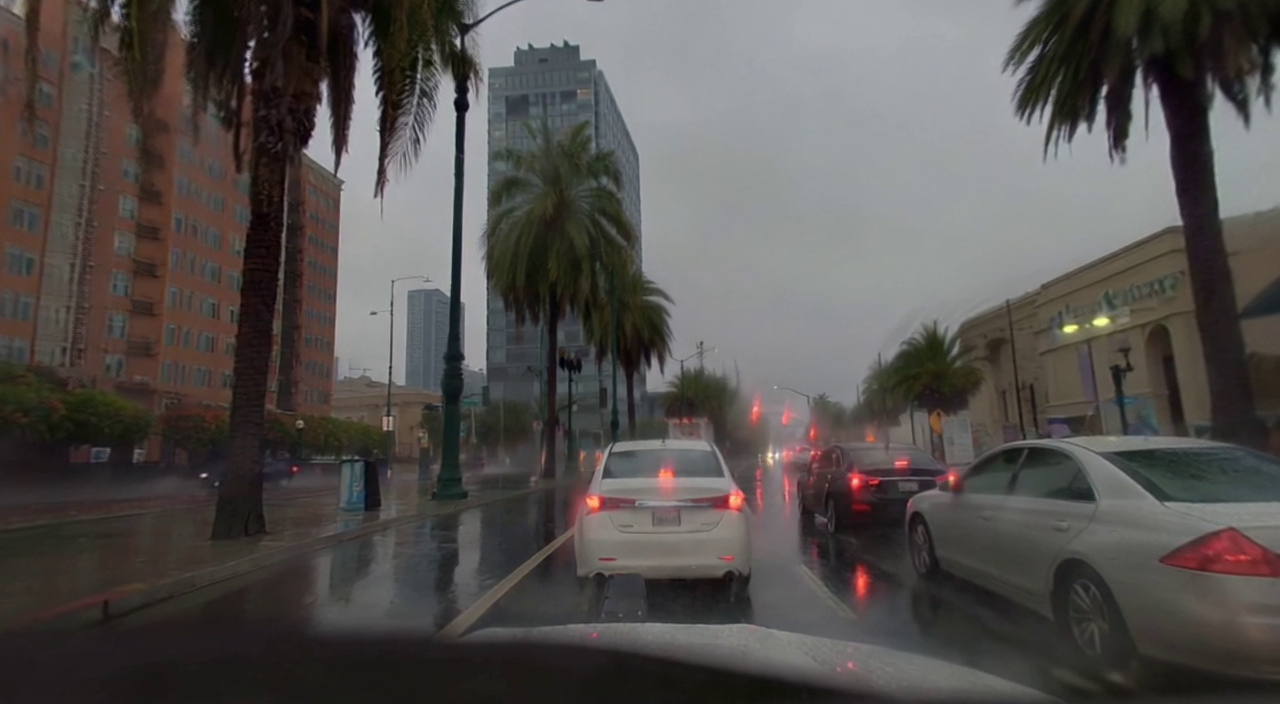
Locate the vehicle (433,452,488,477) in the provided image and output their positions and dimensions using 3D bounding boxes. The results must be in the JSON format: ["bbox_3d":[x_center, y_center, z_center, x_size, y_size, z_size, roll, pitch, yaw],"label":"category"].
[{"bbox_3d":[-12.796,8.057,45.412,2.078,1.662,4.436,-2,-9,9],"label":"vehicle"}]

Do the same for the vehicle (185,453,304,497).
[{"bbox_3d":[-15.873,4.921,25.617,1.801,1.563,4.015,-2,-9,9],"label":"vehicle"}]

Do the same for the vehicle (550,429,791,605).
[{"bbox_3d":[0.308,1.713,7.383,2.078,1.503,3.681,-1,-9,2],"label":"vehicle"}]

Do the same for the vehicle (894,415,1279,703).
[{"bbox_3d":[3.640,1.301,4.580,1.913,1.469,4.425,-1,-9,2],"label":"vehicle"}]
